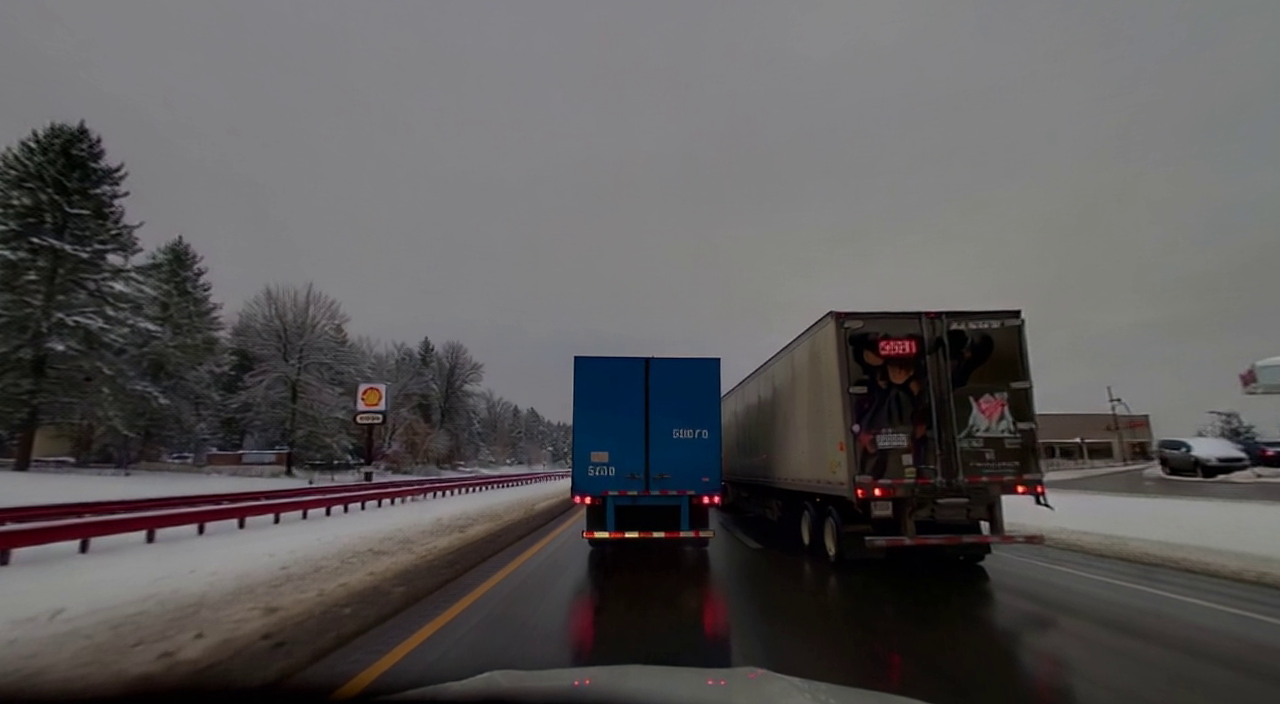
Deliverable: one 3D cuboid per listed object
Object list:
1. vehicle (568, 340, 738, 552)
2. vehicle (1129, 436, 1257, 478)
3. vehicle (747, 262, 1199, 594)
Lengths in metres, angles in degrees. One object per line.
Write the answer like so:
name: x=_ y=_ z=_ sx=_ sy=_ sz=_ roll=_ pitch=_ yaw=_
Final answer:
vehicle: x=0.194 y=2.224 z=14.263 sx=2.618 sy=3.306 sz=8.676 roll=1 pitch=-10 yaw=0
vehicle: x=24.804 y=4.771 z=28.483 sx=1.919 sy=1.722 sz=4.024 roll=1 pitch=-10 yaw=-3
vehicle: x=4.393 y=1.618 z=11.658 sx=2.936 sy=3.640 sz=9.443 roll=1 pitch=-10 yaw=-1
